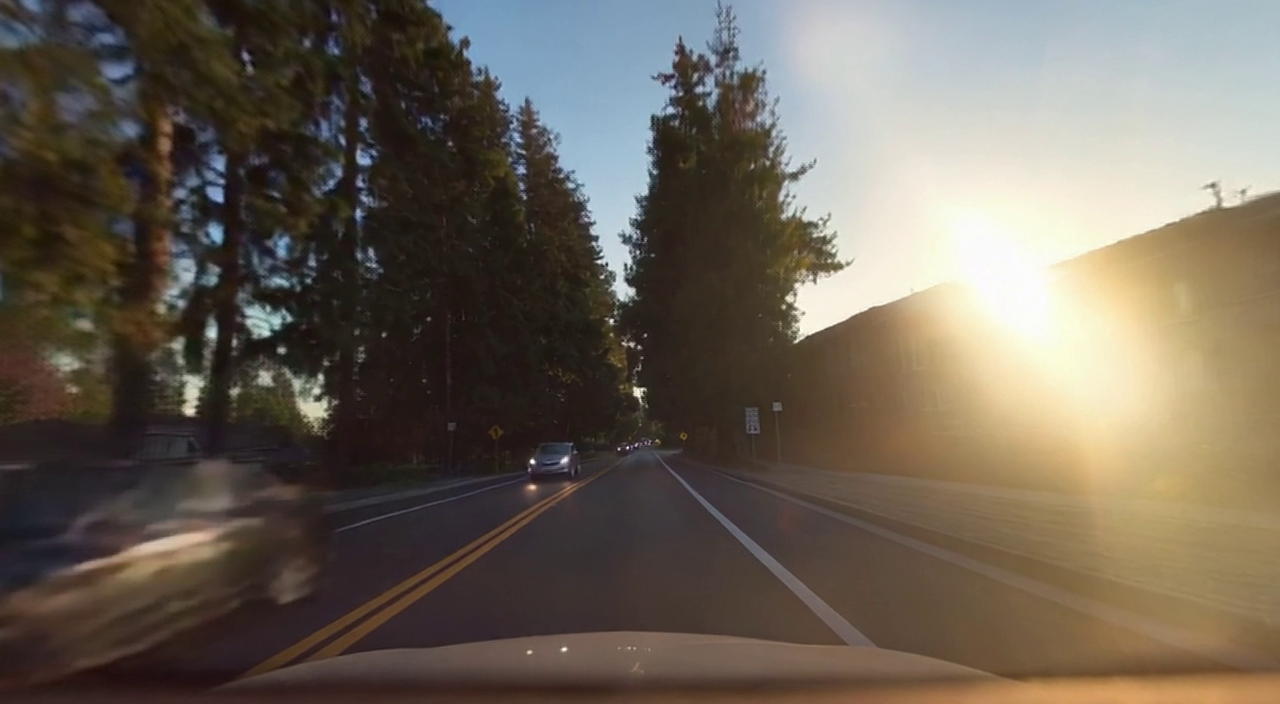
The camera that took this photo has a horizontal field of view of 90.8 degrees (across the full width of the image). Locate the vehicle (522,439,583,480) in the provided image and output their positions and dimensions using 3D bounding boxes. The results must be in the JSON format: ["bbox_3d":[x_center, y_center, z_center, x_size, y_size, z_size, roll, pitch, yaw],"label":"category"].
[{"bbox_3d":[-4.028,5.049,30.016,2.124,1.754,4.791,0,-8,1],"label":"vehicle"}]

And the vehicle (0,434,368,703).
[{"bbox_3d":[-4.024,1.388,4.651,2.031,1.477,4.450,0,-8,0],"label":"vehicle"}]
